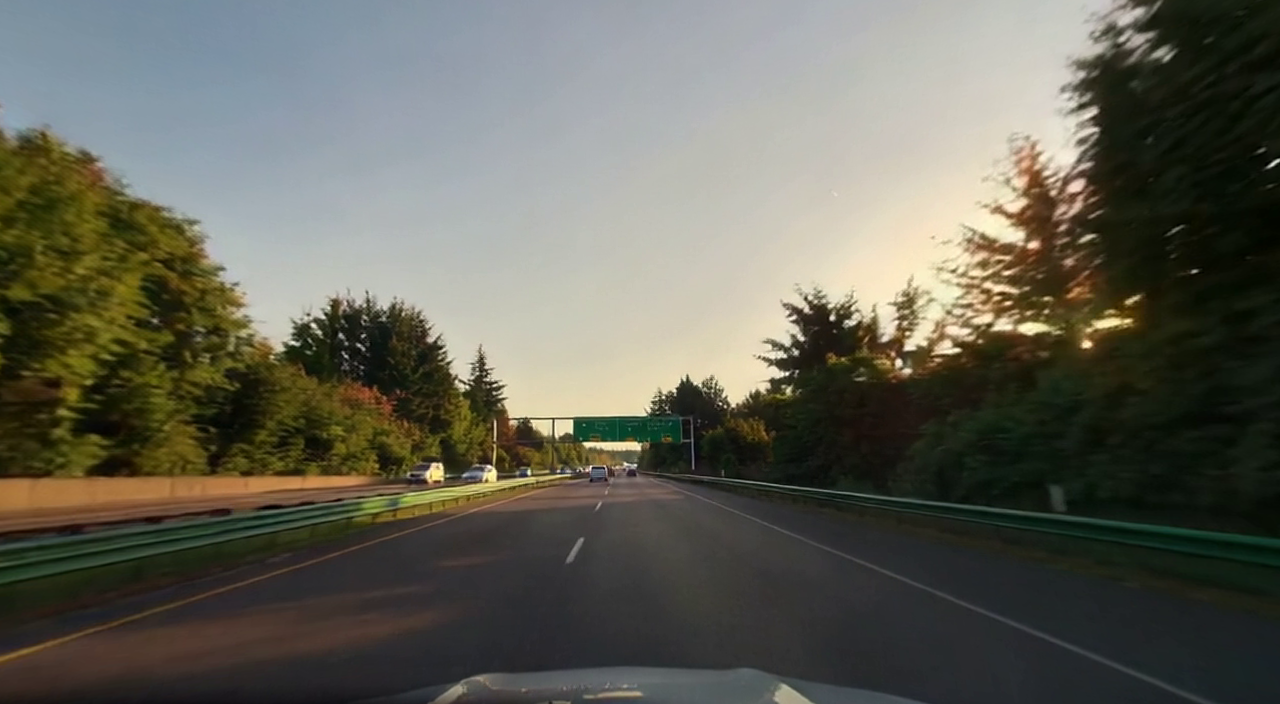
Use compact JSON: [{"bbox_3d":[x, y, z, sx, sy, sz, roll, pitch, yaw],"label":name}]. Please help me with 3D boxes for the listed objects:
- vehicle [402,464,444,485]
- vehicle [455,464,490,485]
[{"bbox_3d":[-16.608,9.383,48.397,1.773,1.493,4.313,1,-11,-2],"label":"vehicle"},{"bbox_3d":[-12.466,9.142,47.030,1.712,1.420,3.493,1,-11,-1],"label":"vehicle"}]
